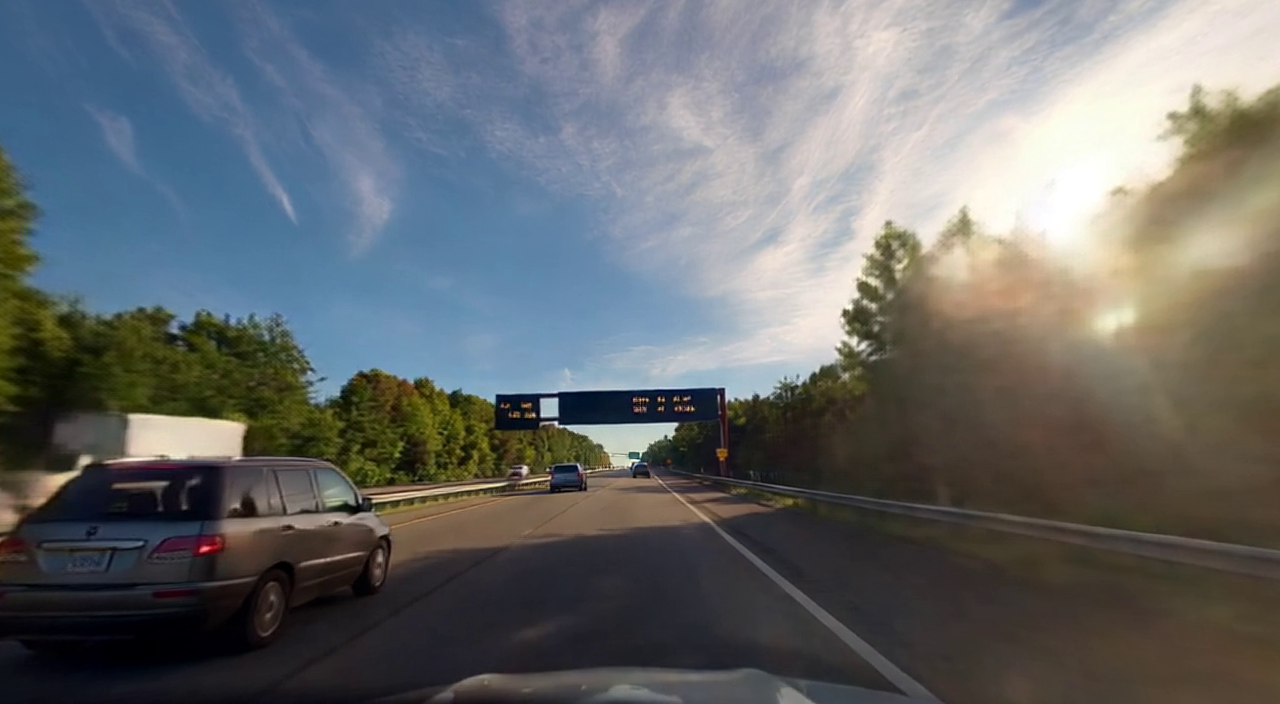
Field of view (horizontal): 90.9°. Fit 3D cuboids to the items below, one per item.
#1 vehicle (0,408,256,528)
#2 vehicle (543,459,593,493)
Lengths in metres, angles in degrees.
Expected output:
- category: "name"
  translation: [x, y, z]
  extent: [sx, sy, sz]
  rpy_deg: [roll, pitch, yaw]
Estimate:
- category: "vehicle"
  translation: [-17.452, 4.079, 22.307]
  extent: [2.776, 3.469, 7.357]
  rpy_deg: [0, -10, 1]
- category: "vehicle"
  translation: [-3.701, 6.492, 33.132]
  extent: [2.081, 1.586, 4.245]
  rpy_deg: [0, -10, 1]
